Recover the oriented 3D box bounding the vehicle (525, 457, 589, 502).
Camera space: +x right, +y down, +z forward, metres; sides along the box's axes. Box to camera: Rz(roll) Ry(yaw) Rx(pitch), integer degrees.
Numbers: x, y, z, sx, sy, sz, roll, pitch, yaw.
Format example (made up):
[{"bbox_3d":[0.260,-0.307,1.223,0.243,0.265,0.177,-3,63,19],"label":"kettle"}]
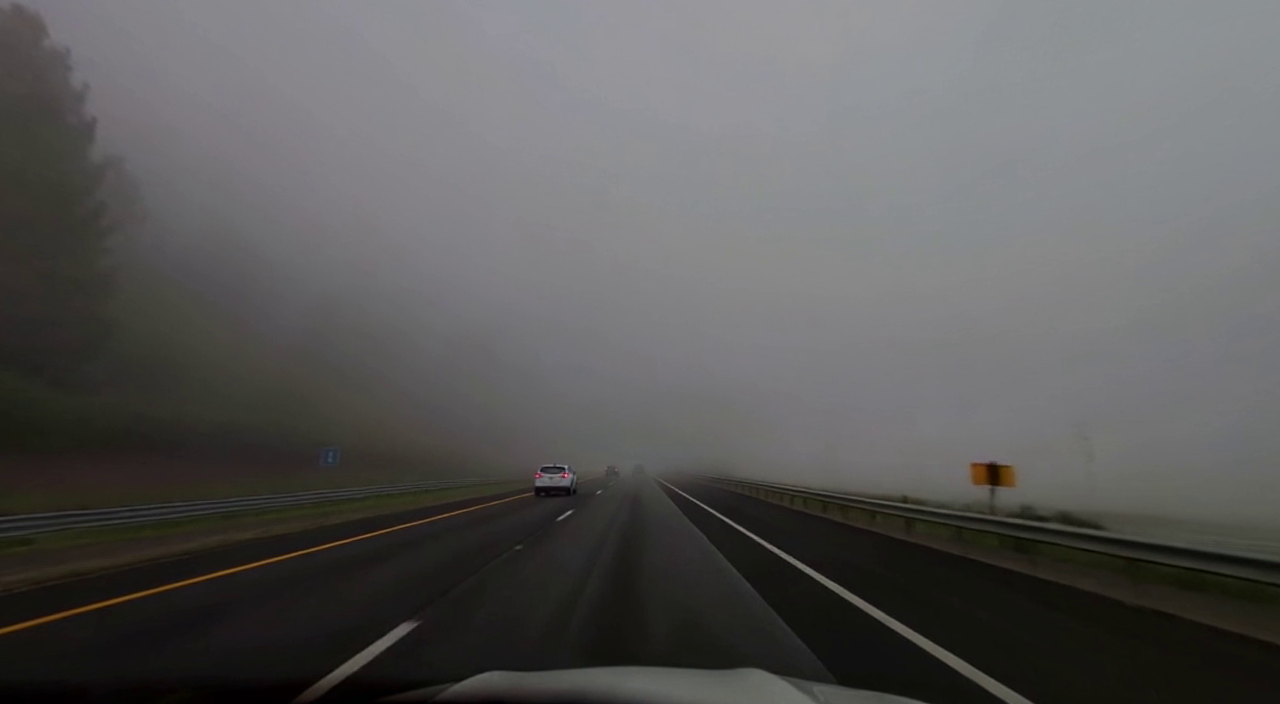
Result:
[{"bbox_3d":[-3.162,4.984,24.839,1.900,1.550,4.146,1,-10,1],"label":"vehicle"}]
